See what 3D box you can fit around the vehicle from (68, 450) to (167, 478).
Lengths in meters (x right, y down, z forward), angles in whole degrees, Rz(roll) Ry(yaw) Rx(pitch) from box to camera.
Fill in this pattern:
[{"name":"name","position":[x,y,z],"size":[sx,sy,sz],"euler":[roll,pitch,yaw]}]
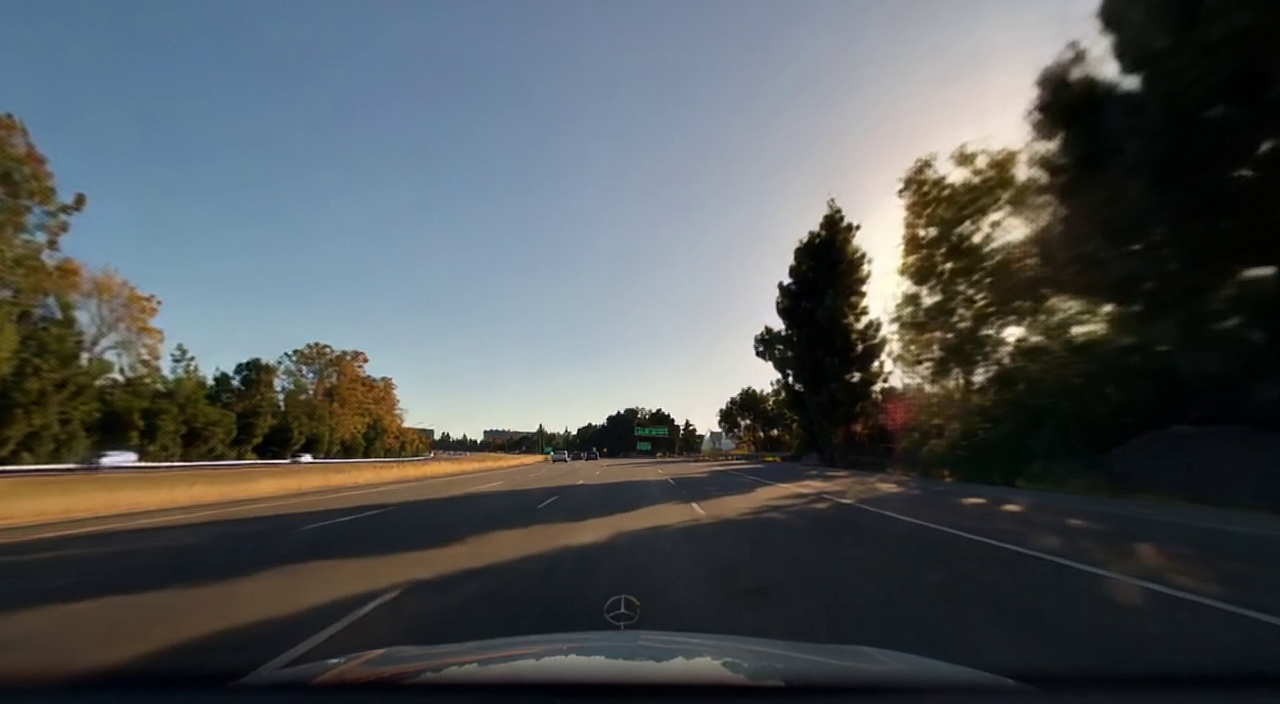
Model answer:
[{"name":"vehicle","position":[-35.991,7.687,43.630],"size":[2.070,1.743,5.624],"euler":[0,-8,0]}]
